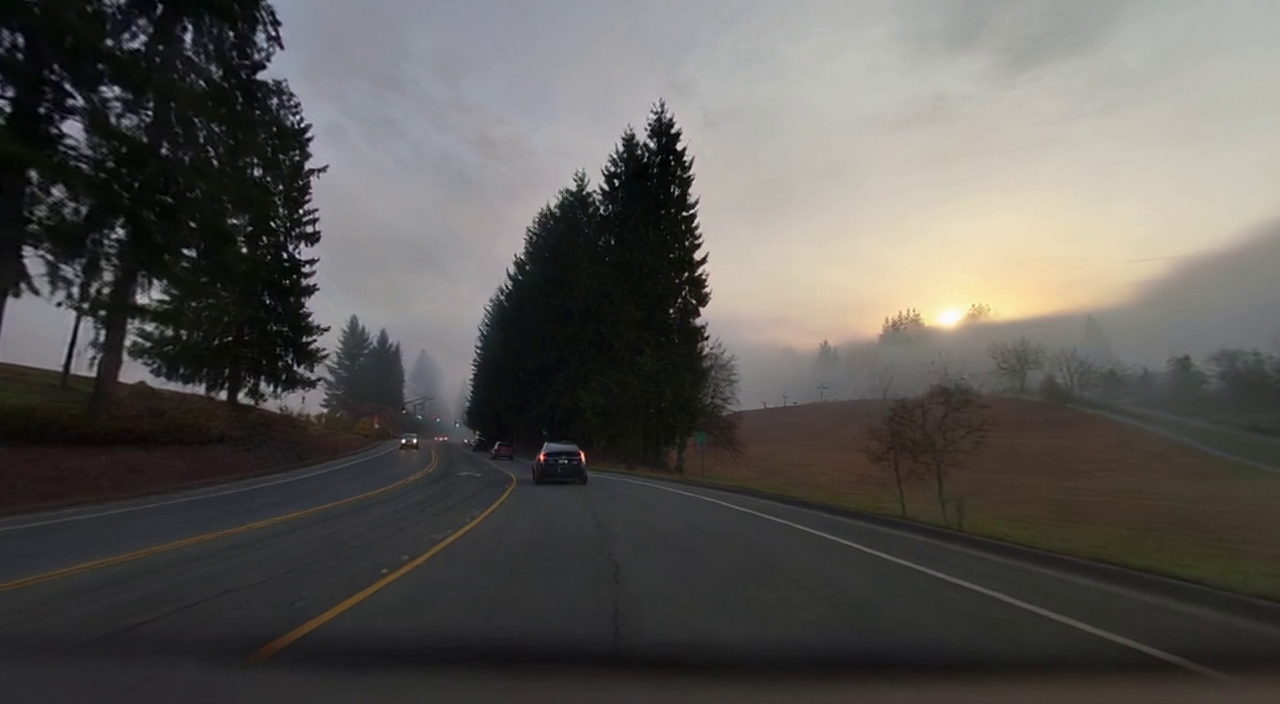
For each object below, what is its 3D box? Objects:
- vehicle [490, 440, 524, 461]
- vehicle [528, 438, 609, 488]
[{"bbox_3d":[-10.326,7.582,48.590,2.080,1.530,3.719,3,-9,-19],"label":"vehicle"},{"bbox_3d":[-2.531,3.711,21.330,2.296,1.510,4.068,2,-9,-12],"label":"vehicle"}]
